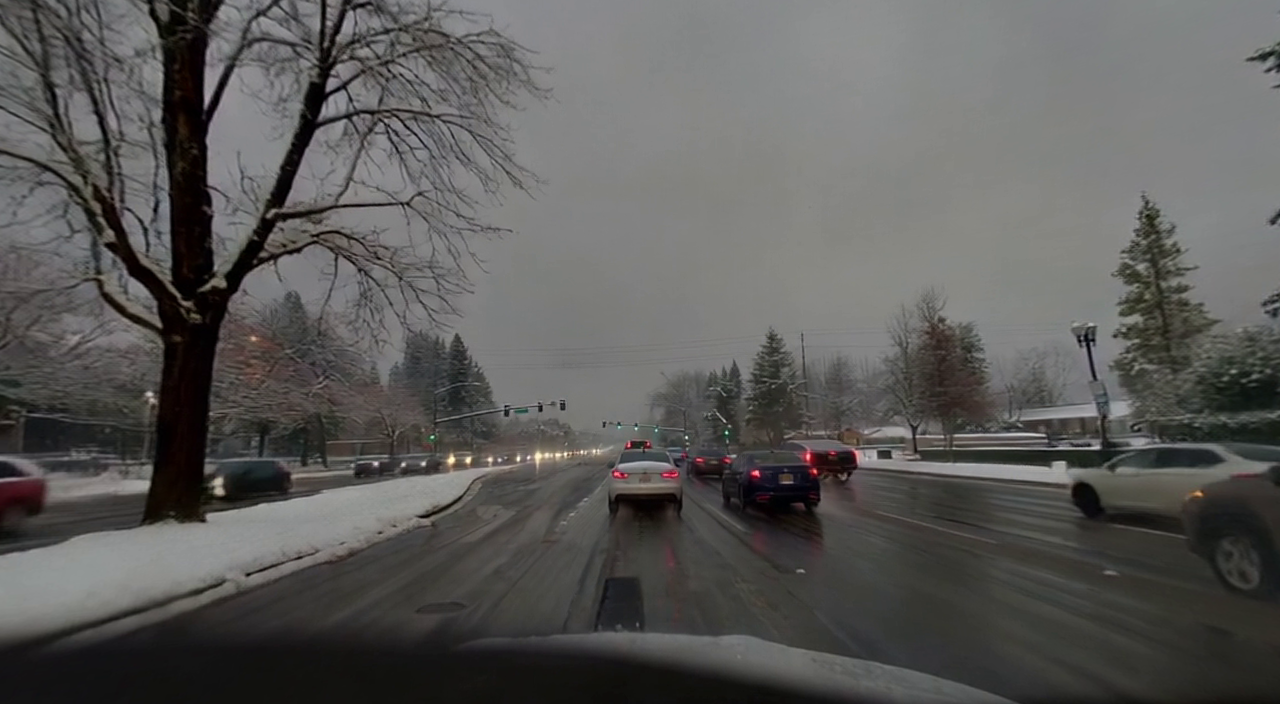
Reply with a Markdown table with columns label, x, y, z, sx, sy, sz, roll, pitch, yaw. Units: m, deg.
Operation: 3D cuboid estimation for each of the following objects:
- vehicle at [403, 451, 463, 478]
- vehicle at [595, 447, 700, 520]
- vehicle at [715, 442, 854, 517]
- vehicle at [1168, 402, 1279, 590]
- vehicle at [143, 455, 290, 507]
| label | x | y | z | sx | sy | sz | roll | pitch | yaw |
| --- | --- | --- | --- | --- | --- | --- | --- | --- | --- |
| vehicle | -12.159 | 6.633 | 37.501 | 2.002 | 1.500 | 4.536 | 0 | -9 | 0 |
| vehicle | 0.078 | 2.797 | 13.983 | 1.990 | 1.347 | 4.067 | 0 | -9 | -2 |
| vehicle | 3.110 | 2.858 | 14.839 | 1.970 | 1.445 | 4.974 | 0 | -9 | -2 |
| vehicle | 6.932 | 1.176 | 4.796 | 1.987 | 1.730 | 4.373 | 0 | -9 | 0 |
| vehicle | -13.998 | 4.243 | 21.332 | 2.018 | 1.469 | 4.916 | 1 | -9 | -7 |
